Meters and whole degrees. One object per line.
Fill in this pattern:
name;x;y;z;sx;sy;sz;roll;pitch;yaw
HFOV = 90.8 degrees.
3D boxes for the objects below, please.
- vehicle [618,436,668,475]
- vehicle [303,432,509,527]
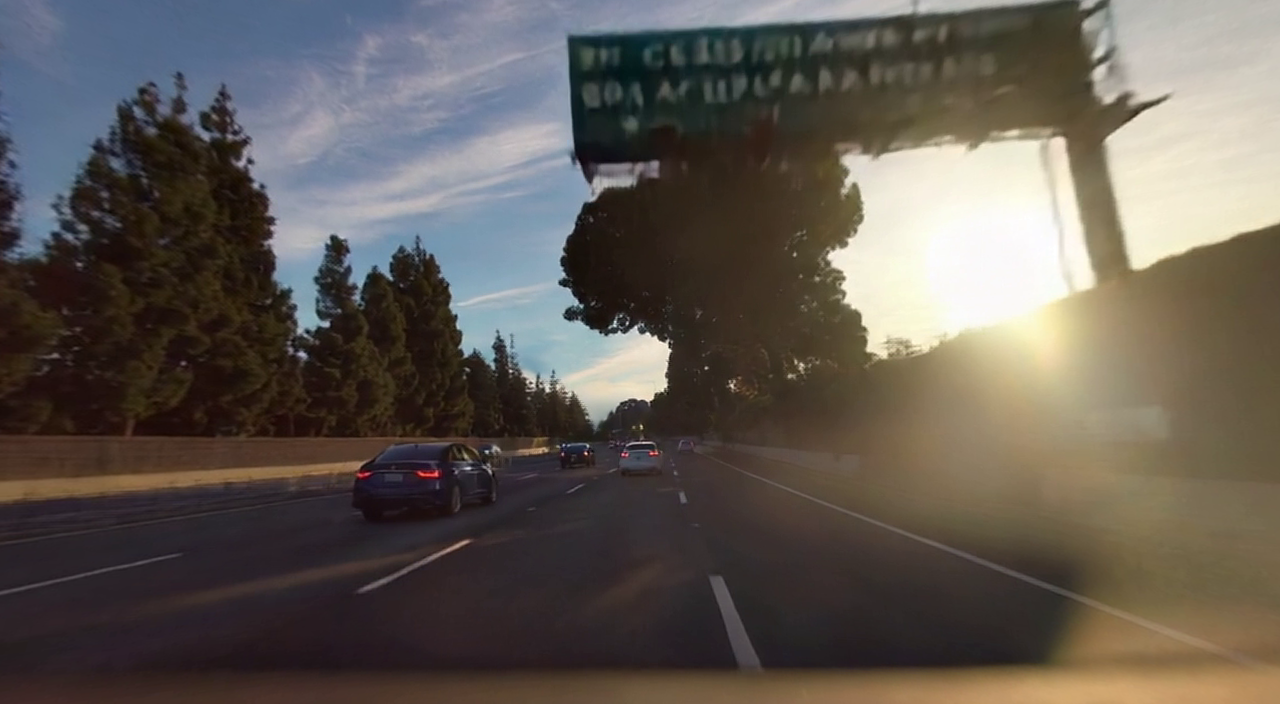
vehicle;0.207;4.707;28.903;2.082;1.638;4.644;0;-9;2
vehicle;-4.186;2.377;12.355;1.981;1.460;4.792;0;-9;3
